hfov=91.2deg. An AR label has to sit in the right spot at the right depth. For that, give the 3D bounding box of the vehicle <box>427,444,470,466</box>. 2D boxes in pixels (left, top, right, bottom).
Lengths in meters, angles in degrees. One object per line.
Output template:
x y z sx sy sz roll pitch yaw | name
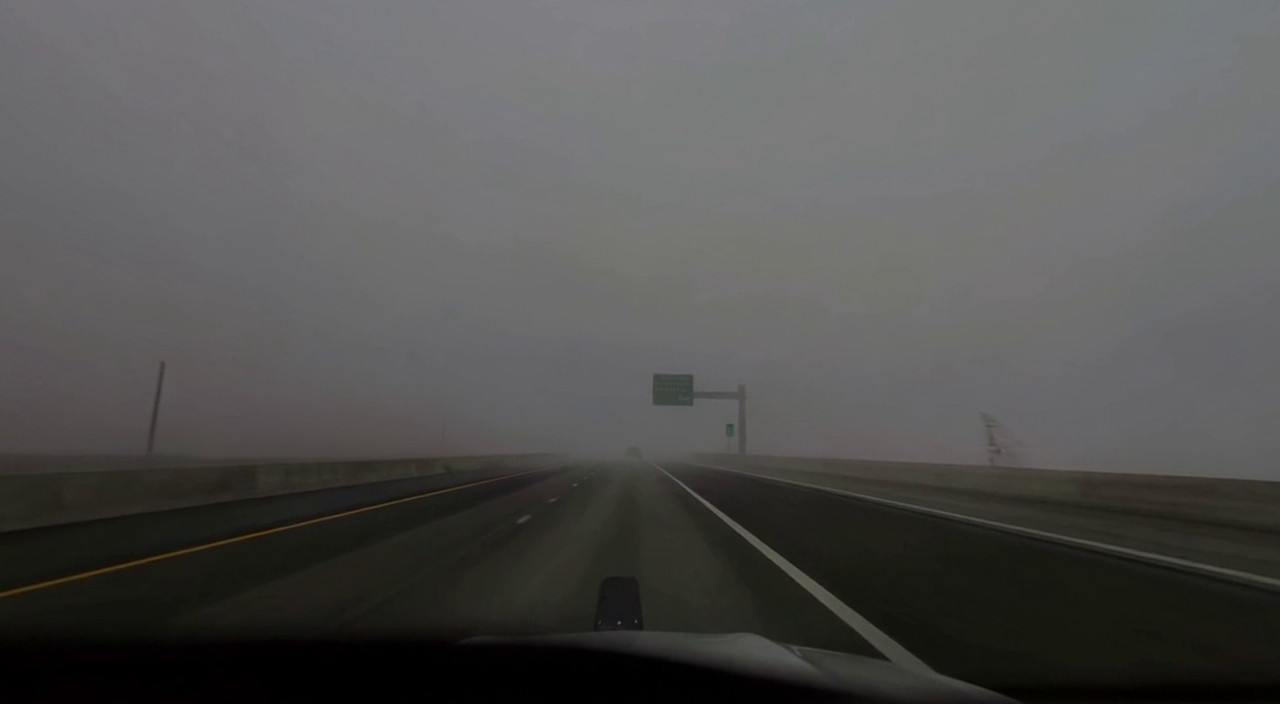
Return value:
-14.304 7.706 47.094 1.902 1.563 4.492 0 -9 -1 | vehicle
